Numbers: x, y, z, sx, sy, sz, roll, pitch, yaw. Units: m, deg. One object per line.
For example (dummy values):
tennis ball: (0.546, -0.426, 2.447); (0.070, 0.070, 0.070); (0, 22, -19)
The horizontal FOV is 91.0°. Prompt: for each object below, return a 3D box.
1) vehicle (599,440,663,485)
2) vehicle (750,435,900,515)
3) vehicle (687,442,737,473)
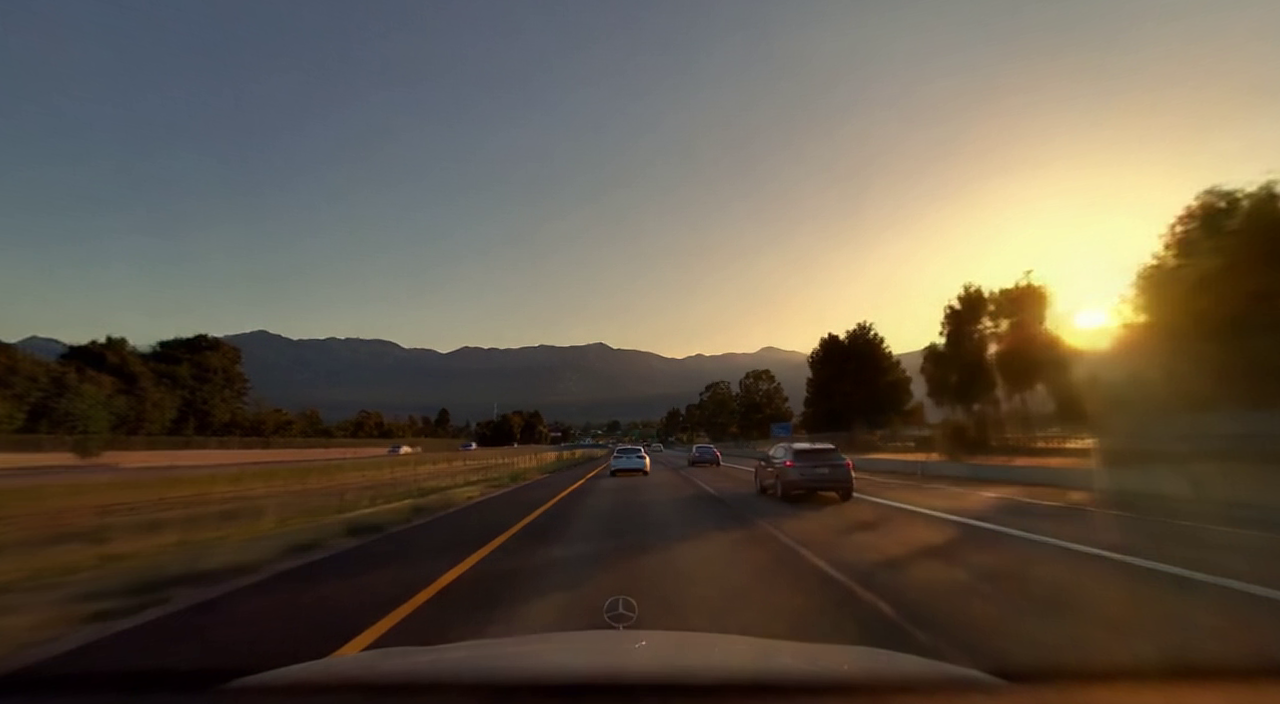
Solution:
vehicle: (-0.333, 3.912, 22.549); (2.085, 1.449, 3.860); (0, -9, -1)
vehicle: (3.846, 2.627, 13.974); (1.949, 1.493, 4.272); (0, -9, -1)
vehicle: (3.623, 5.389, 32.403); (1.957, 1.447, 4.241); (0, -9, -1)
